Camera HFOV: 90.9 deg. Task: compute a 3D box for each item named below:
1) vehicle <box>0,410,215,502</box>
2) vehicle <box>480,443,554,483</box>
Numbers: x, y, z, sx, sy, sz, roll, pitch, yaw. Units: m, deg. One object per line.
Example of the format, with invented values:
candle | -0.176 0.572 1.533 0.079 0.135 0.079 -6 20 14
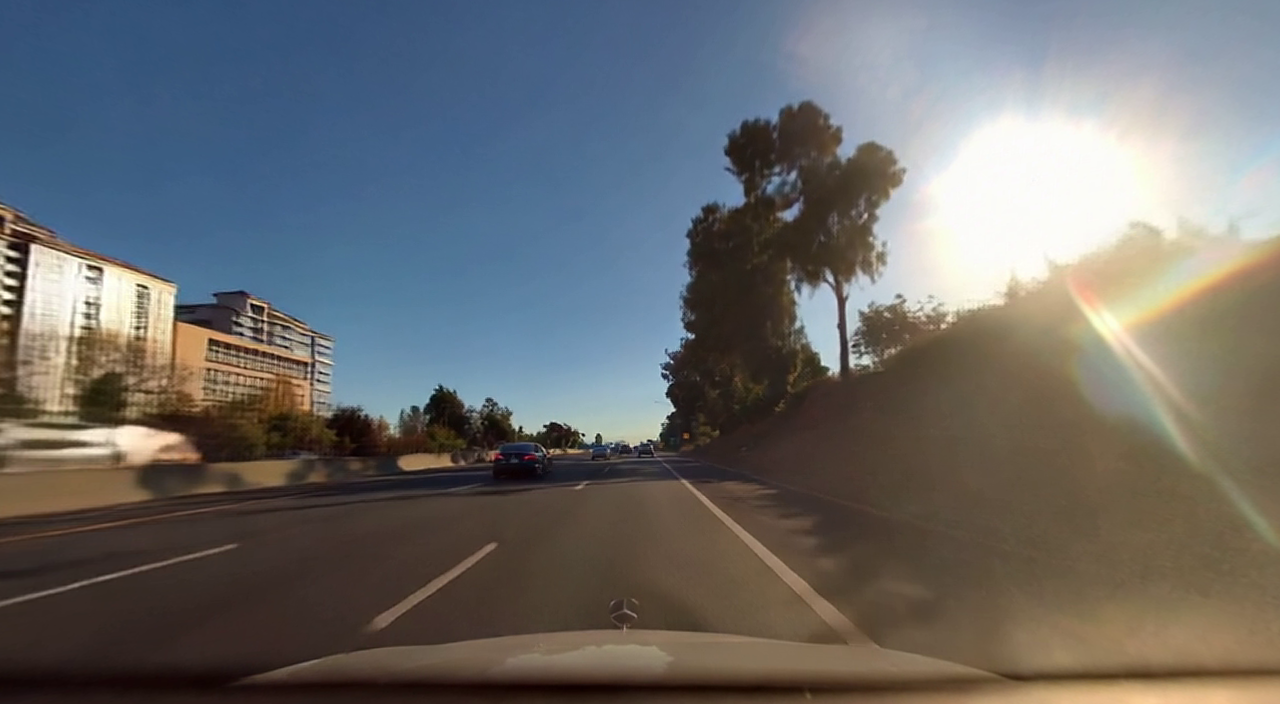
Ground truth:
vehicle | -25.336 4.654 28.776 2.750 3.392 13.071 0 -8 0
vehicle | -4.891 4.454 25.734 2.083 1.471 4.350 0 -8 0
